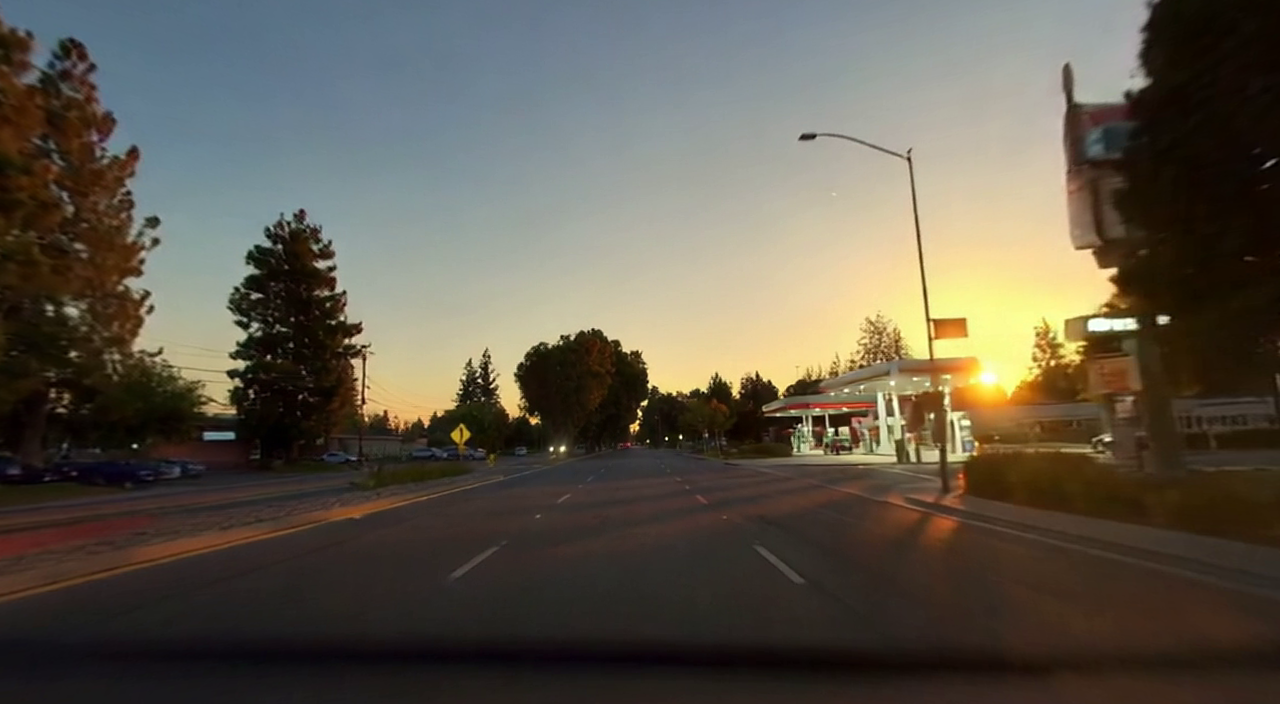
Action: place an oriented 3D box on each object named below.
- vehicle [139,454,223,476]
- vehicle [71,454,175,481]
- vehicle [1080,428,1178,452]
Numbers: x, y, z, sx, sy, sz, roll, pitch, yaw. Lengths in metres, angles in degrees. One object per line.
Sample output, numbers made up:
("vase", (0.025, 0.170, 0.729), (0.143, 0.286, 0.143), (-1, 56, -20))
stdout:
("vehicle", (-31.338, 7.721, 43.194), (4.287, 1.432, 1.794), (0, -8, -1))
("vehicle", (-30.907, 6.900, 37.895), (4.274, 1.491, 2.110), (0, -8, -4))
("vehicle", (31.135, 5.632, 40.329), (4.549, 1.476, 1.952), (0, -8, 1))
